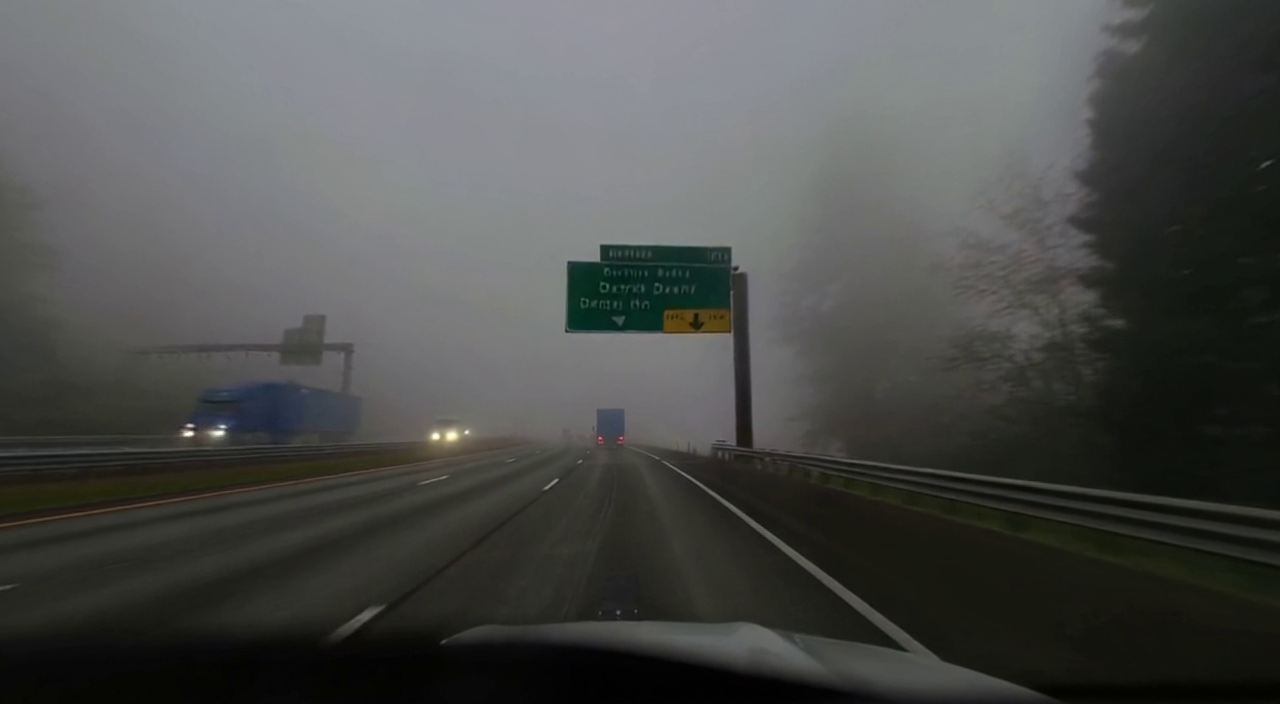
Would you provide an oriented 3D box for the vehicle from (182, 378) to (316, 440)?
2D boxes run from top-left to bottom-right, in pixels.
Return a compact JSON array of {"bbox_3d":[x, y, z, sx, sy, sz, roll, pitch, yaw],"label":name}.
[{"bbox_3d":[-25.852,4.088,42.573,2.970,3.726,10.218,1,-8,-3],"label":"vehicle"}]
